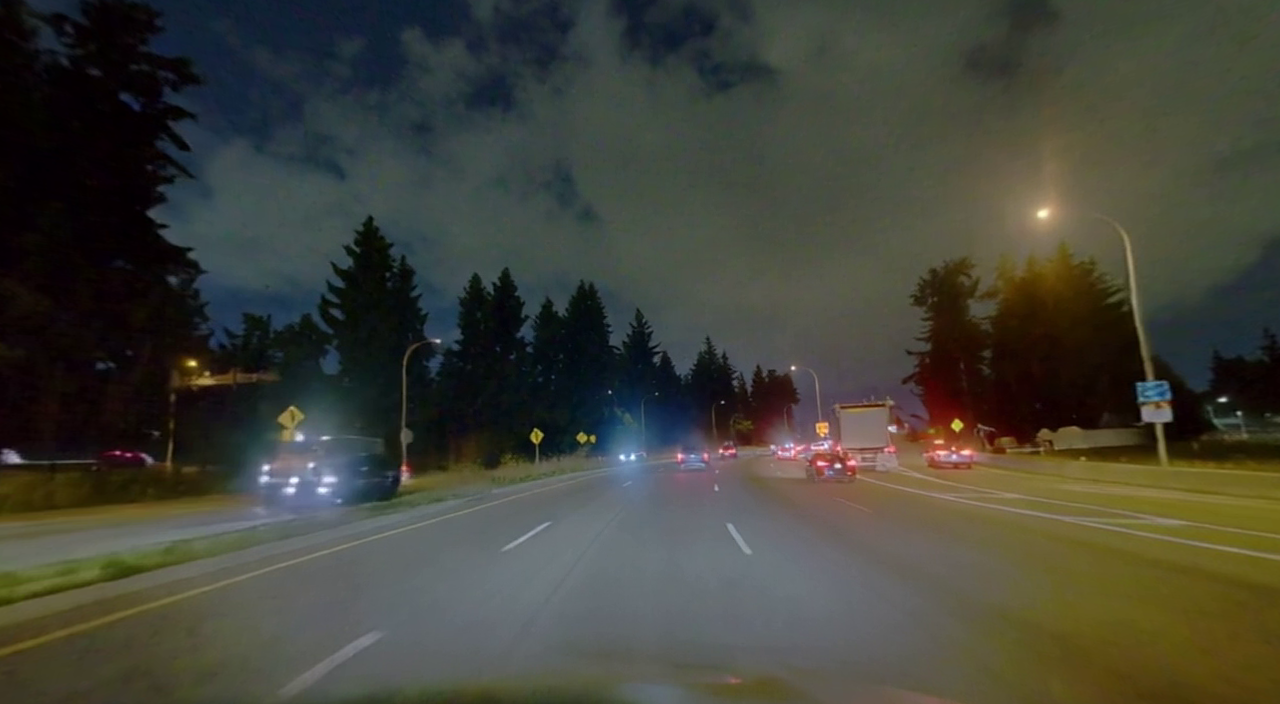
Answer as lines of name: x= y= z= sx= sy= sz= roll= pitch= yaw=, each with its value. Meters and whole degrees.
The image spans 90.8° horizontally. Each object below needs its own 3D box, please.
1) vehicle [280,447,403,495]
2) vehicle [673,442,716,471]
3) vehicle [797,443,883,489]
vehicle: x=-10.908 y=4.351 z=23.558 sx=1.903 sy=1.593 sz=4.593 roll=-1 pitch=-9 yaw=7
vehicle: x=3.387 y=6.364 z=38.633 sx=2.201 sy=1.676 sz=4.541 roll=-2 pitch=-9 yaw=10
vehicle: x=7.045 y=4.029 z=22.735 sx=2.044 sy=1.474 sz=4.083 roll=-1 pitch=-9 yaw=5
